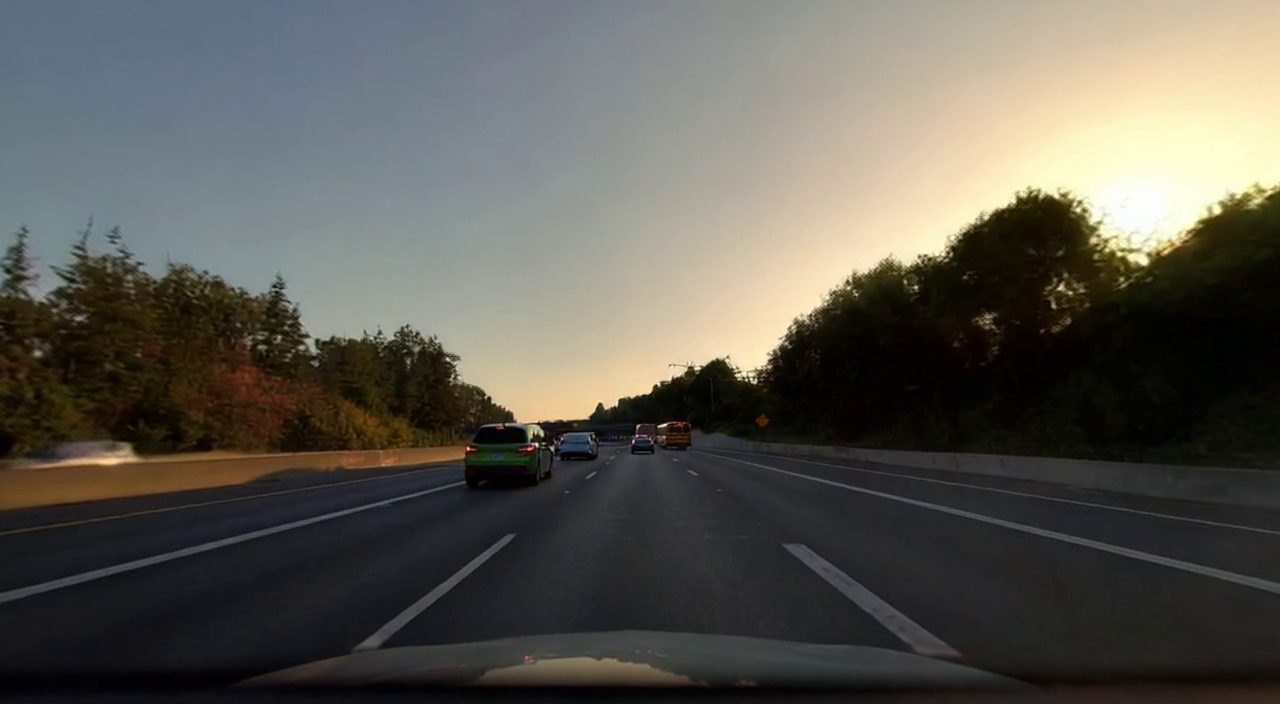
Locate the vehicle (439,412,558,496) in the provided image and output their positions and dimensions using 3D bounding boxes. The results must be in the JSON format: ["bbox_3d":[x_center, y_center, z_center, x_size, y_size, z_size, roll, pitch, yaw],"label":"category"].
[{"bbox_3d":[-3.536,2.669,16.704,2.016,1.898,4.458,0,-8,1],"label":"vehicle"}]

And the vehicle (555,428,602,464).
[{"bbox_3d":[-3.371,5.267,35.326,2.155,1.843,4.567,0,-8,0],"label":"vehicle"}]

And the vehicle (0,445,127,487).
[{"bbox_3d":[-23.122,4.431,24.862,1.806,1.464,4.678,0,-8,0],"label":"vehicle"}]

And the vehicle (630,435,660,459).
[{"bbox_3d":[0.329,6.659,44.259,2.042,1.632,3.654,0,-8,0],"label":"vehicle"}]
